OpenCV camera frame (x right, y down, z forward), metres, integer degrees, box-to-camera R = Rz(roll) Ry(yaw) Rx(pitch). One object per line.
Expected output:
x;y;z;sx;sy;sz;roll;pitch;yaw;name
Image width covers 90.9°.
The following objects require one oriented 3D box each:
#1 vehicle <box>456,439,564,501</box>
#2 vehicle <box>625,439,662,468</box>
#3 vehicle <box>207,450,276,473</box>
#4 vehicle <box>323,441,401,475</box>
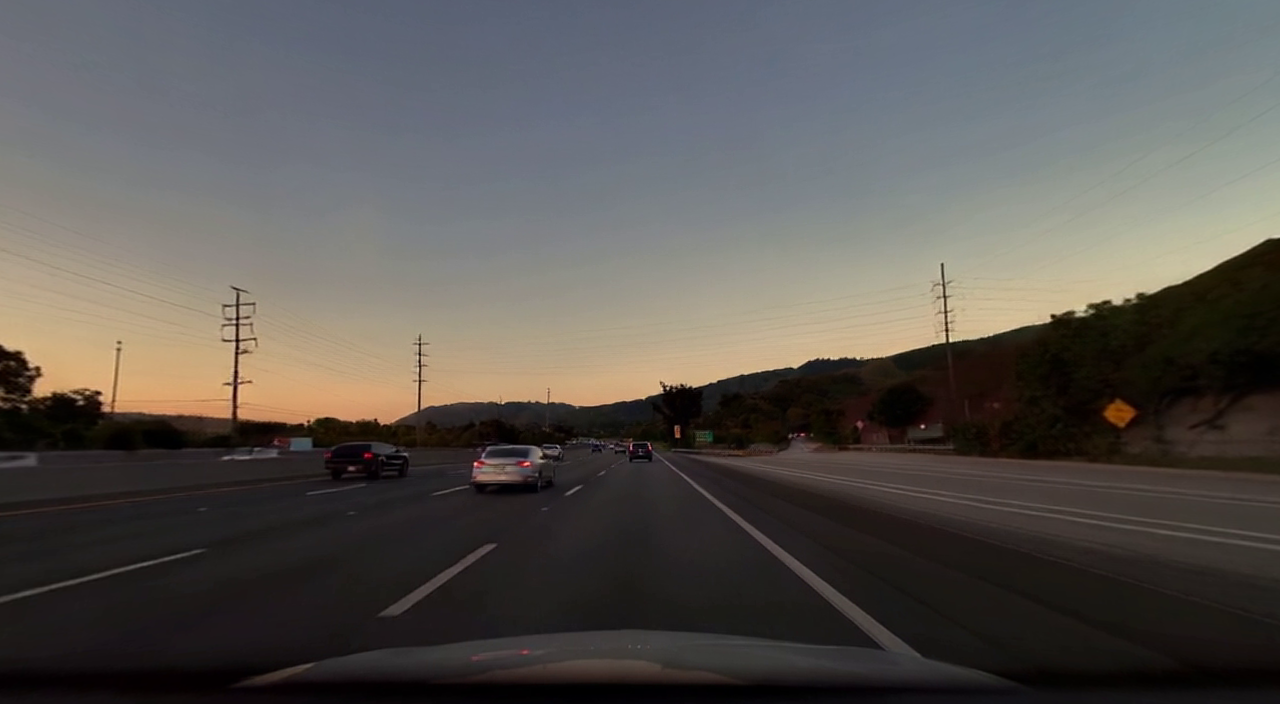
-3.525;3.280;18.083;1.967;1.517;4.808;0;-8;1;vehicle
0.200;6.480;40.394;2.194;1.737;4.127;0;-8;0;vehicle
-27.705;7.608;44.018;1.943;1.434;4.407;0;-8;1;vehicle
-14.394;5.481;32.929;2.047;1.608;4.257;0;-8;1;vehicle
